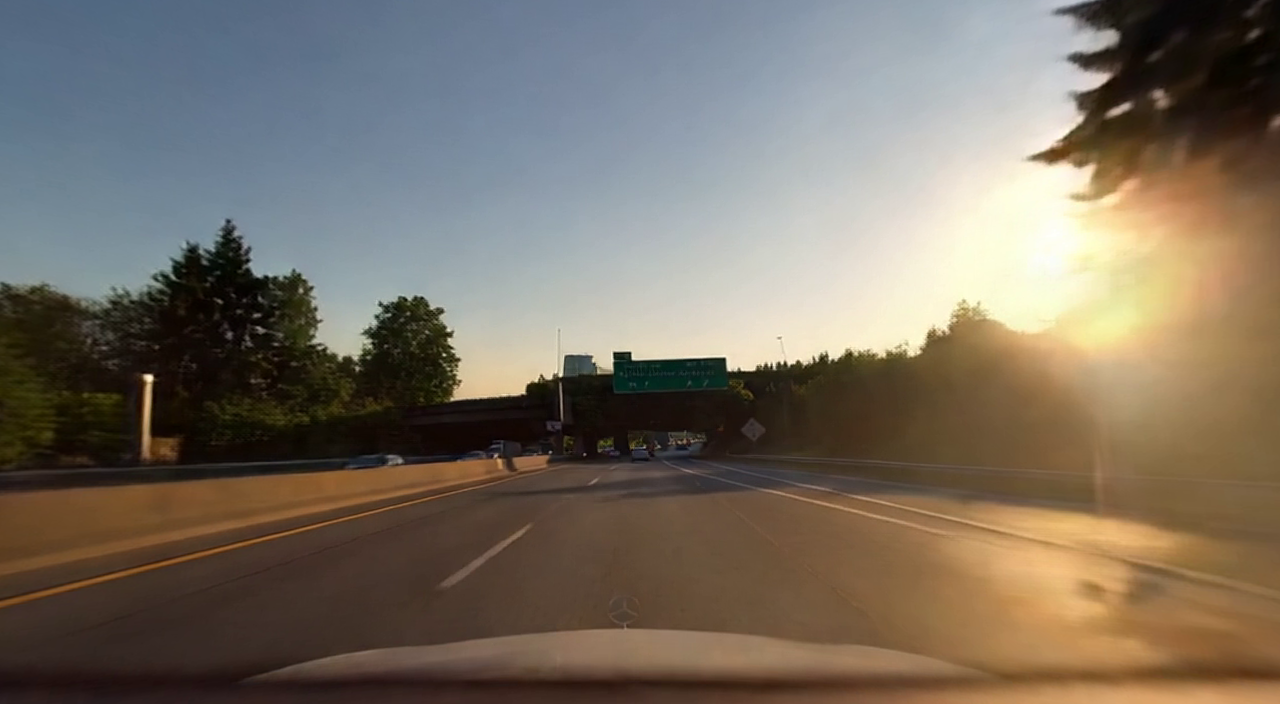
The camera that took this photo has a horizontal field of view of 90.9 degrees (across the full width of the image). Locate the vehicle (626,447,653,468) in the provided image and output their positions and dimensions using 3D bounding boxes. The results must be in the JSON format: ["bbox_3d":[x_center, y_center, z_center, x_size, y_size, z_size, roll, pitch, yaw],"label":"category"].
[{"bbox_3d":[-0.016,7.595,45.430,1.860,1.473,3.689,0,-9,1],"label":"vehicle"}]

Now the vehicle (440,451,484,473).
[{"bbox_3d":[-12.461,7.698,44.391,1.829,1.472,4.158,0,-9,1],"label":"vehicle"}]

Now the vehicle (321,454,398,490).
[{"bbox_3d":[-12.302,5.266,27.888,1.764,1.417,3.582,0,-9,0],"label":"vehicle"}]
